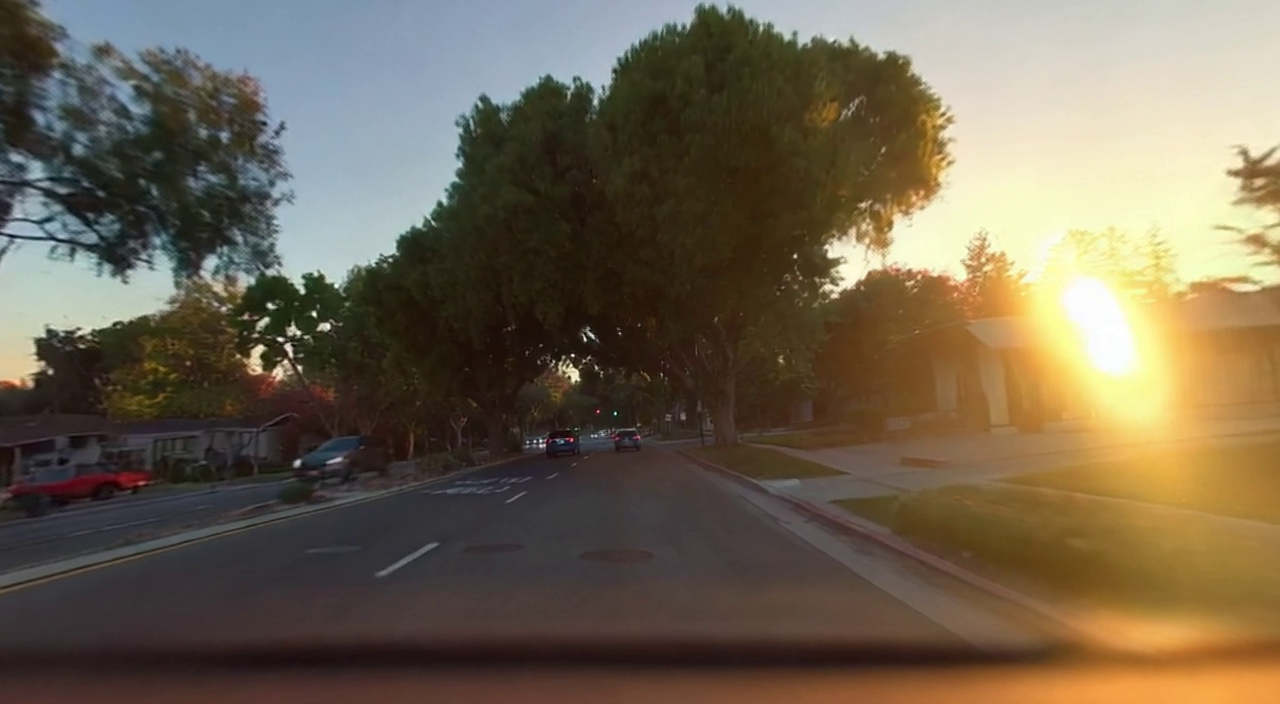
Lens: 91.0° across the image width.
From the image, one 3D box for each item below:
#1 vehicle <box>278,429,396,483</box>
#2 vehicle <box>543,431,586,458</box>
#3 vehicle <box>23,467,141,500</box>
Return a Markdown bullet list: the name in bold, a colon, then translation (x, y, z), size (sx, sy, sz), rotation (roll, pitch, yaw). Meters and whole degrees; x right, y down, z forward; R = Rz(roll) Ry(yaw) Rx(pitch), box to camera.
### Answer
- **vehicle**: translation (-12.358, 4.264, 26.219), size (2.292, 1.882, 5.655), rotation (-3, -8, -2)
- **vehicle**: translation (-4.483, 5.525, 38.044), size (2.083, 1.460, 4.527), rotation (-2, -7, -1)
- **vehicle**: translation (-29.752, 7.021, 33.668), size (4.605, 1.453, 1.809), rotation (-2, -7, 0)
